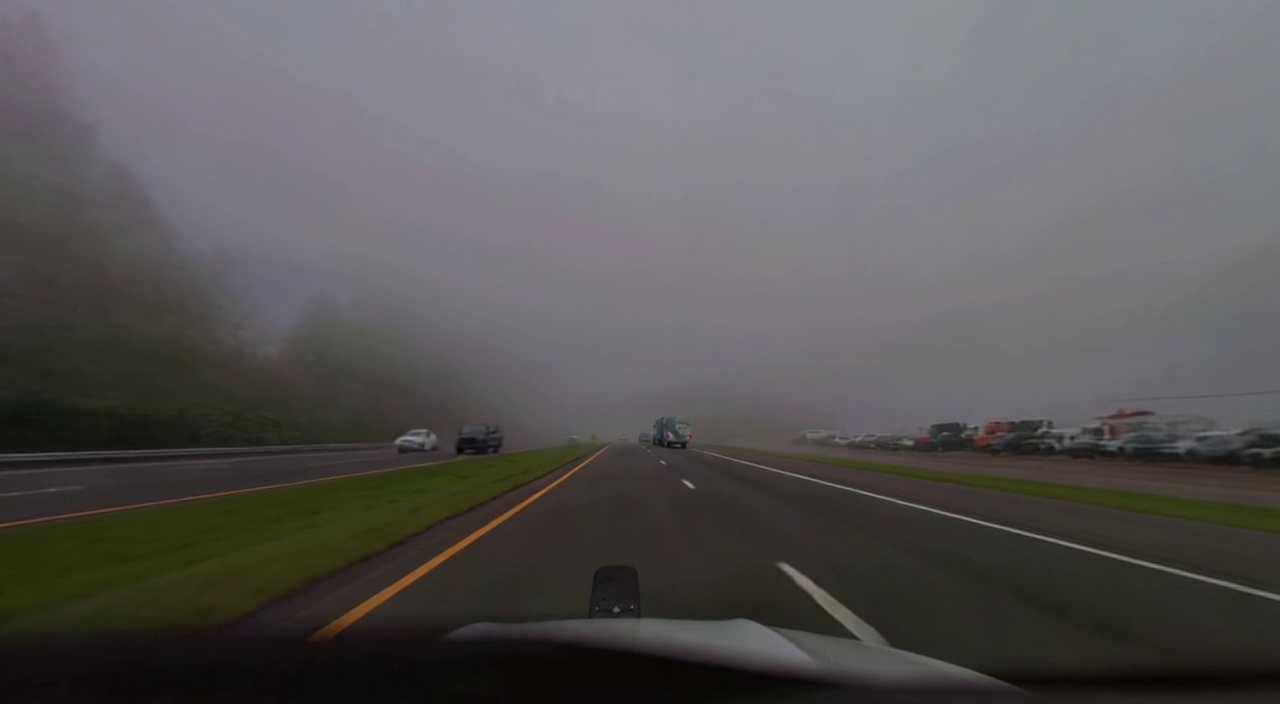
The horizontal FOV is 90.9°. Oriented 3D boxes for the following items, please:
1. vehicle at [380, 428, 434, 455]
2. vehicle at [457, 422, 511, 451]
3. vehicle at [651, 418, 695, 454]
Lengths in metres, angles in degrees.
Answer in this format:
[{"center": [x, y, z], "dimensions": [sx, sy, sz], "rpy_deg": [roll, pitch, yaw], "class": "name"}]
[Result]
[{"center": [-13.413, 5.154, 36.505], "dimensions": [1.791, 1.469, 3.578], "rpy_deg": [0, -8, -1], "class": "vehicle"}, {"center": [-9.249, 5.085, 37.823], "dimensions": [2.069, 1.641, 4.764], "rpy_deg": [0, -8, 0], "class": "vehicle"}, {"center": [2.532, 6.651, 49.857], "dimensions": [2.821, 2.673, 6.205], "rpy_deg": [0, -8, -3], "class": "vehicle"}]
